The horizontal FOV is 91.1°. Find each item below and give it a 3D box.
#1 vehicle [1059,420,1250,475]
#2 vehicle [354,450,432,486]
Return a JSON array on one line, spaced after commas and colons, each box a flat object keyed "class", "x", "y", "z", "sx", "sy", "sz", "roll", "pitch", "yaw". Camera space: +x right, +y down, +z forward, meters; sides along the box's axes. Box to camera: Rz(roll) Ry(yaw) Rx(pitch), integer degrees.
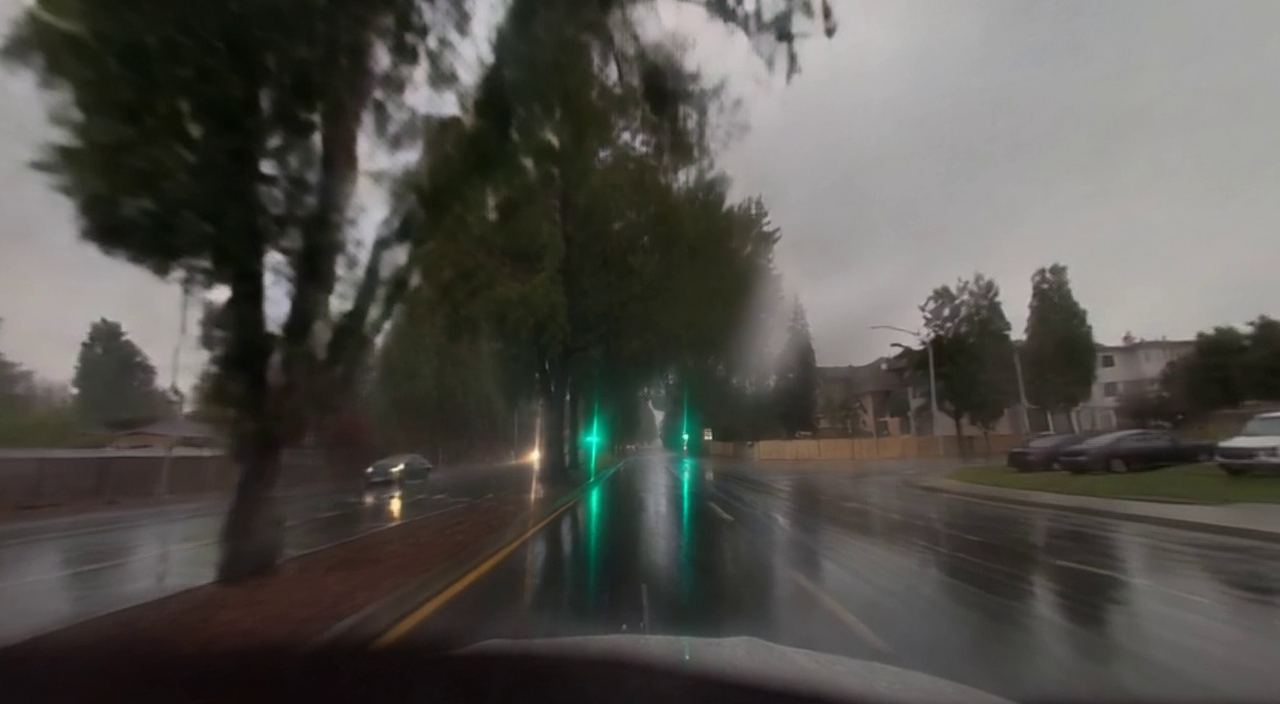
[{"class": "vehicle", "x": 17.588, "y": 3.275, "z": 21.622, "sx": 4.868, "sy": 1.768, "sz": 2.030, "roll": 0, "pitch": -8, "yaw": -4}, {"class": "vehicle", "x": -12.590, "y": 5.919, "z": 32.389, "sx": 2.007, "sy": 1.655, "sz": 4.649, "roll": 0, "pitch": -8, "yaw": 2}]
